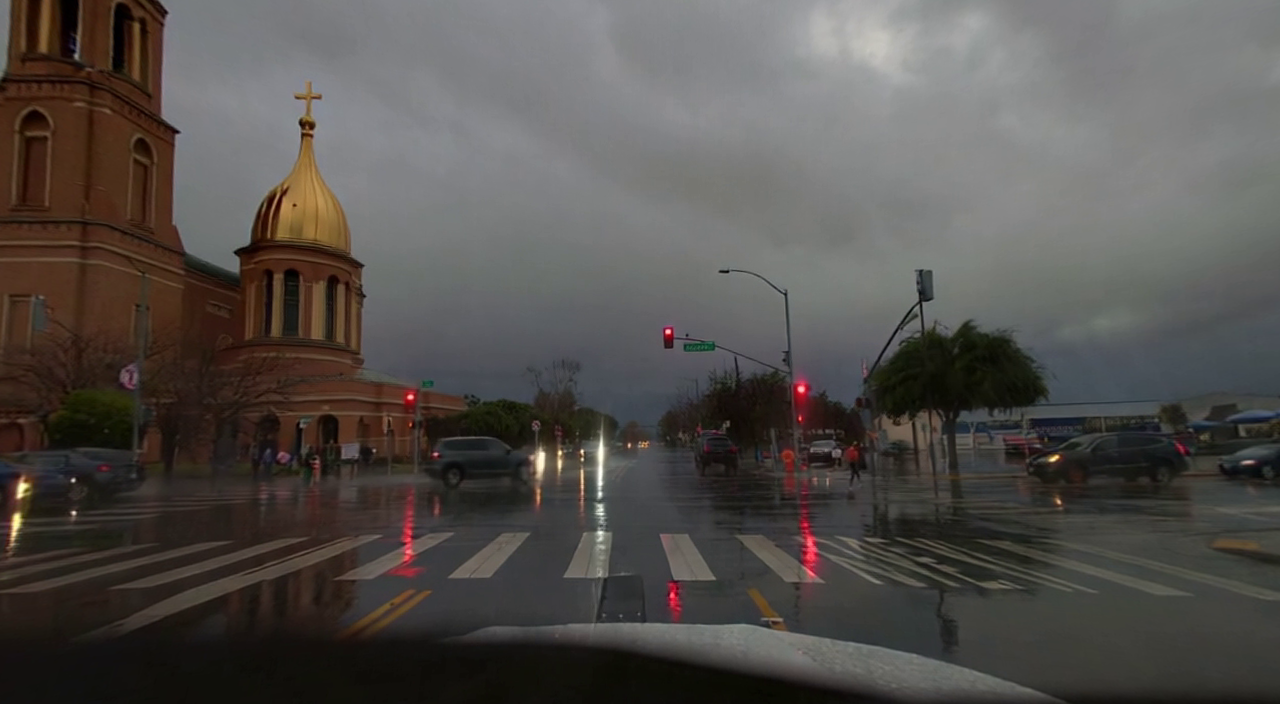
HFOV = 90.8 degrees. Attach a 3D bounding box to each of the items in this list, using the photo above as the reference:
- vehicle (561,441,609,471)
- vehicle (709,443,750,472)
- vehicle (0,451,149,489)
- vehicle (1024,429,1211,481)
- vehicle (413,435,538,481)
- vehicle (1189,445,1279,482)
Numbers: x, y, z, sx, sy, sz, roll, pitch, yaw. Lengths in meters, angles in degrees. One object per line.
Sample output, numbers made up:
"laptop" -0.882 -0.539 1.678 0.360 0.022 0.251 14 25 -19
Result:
"vehicle" -3.226 6.274 38.300 2.223 1.692 4.688 -1 -8 3
"vehicle" 5.811 6.862 41.480 1.969 1.776 4.329 0 -8 -2
"vehicle" -23.382 4.856 26.207 4.479 1.476 1.873 0 -8 1
"vehicle" 19.868 4.315 26.563 5.852 2.057 2.361 0 -8 1
"vehicle" -6.816 4.359 26.287 4.567 1.724 2.051 5 -10 -32
"vehicle" 26.372 4.686 26.675 4.561 1.475 1.850 0 -8 0
